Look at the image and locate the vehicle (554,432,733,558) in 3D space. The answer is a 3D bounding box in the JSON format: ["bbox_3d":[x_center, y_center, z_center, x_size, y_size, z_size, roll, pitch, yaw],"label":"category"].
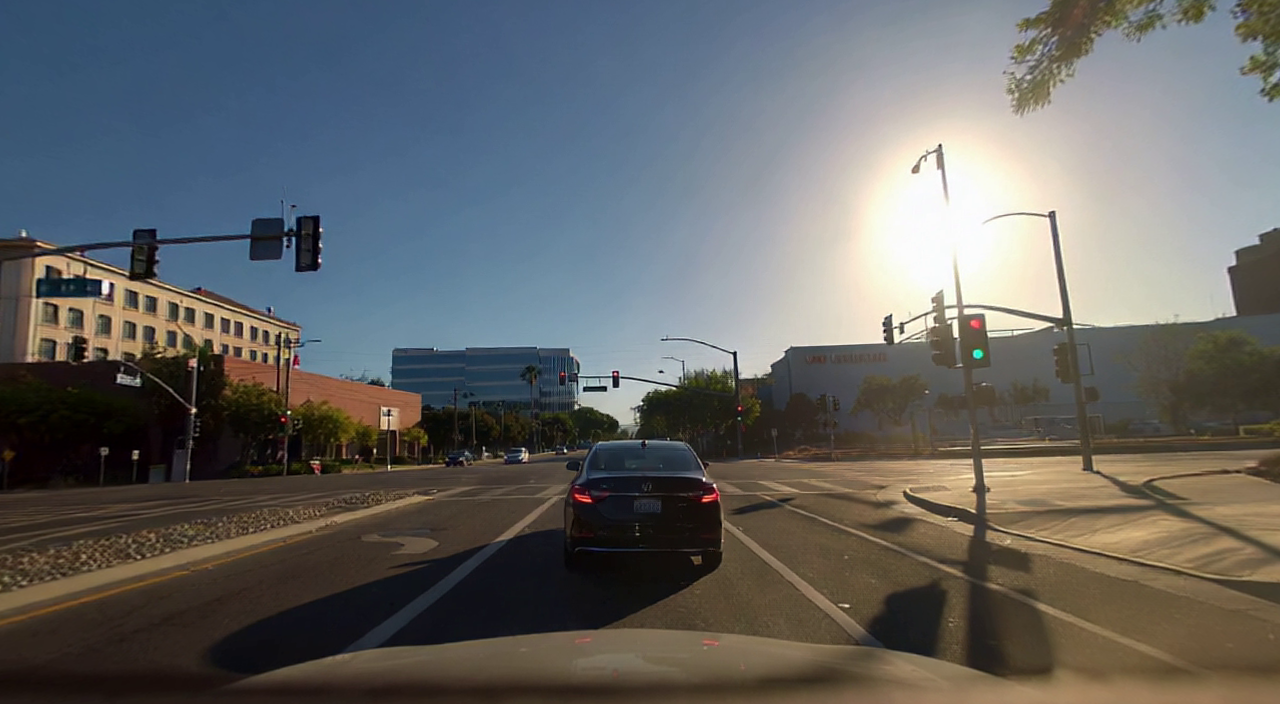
[{"bbox_3d":[0.009,1.996,9.531,2.107,1.470,3.974,0,-9,-1],"label":"vehicle"}]
